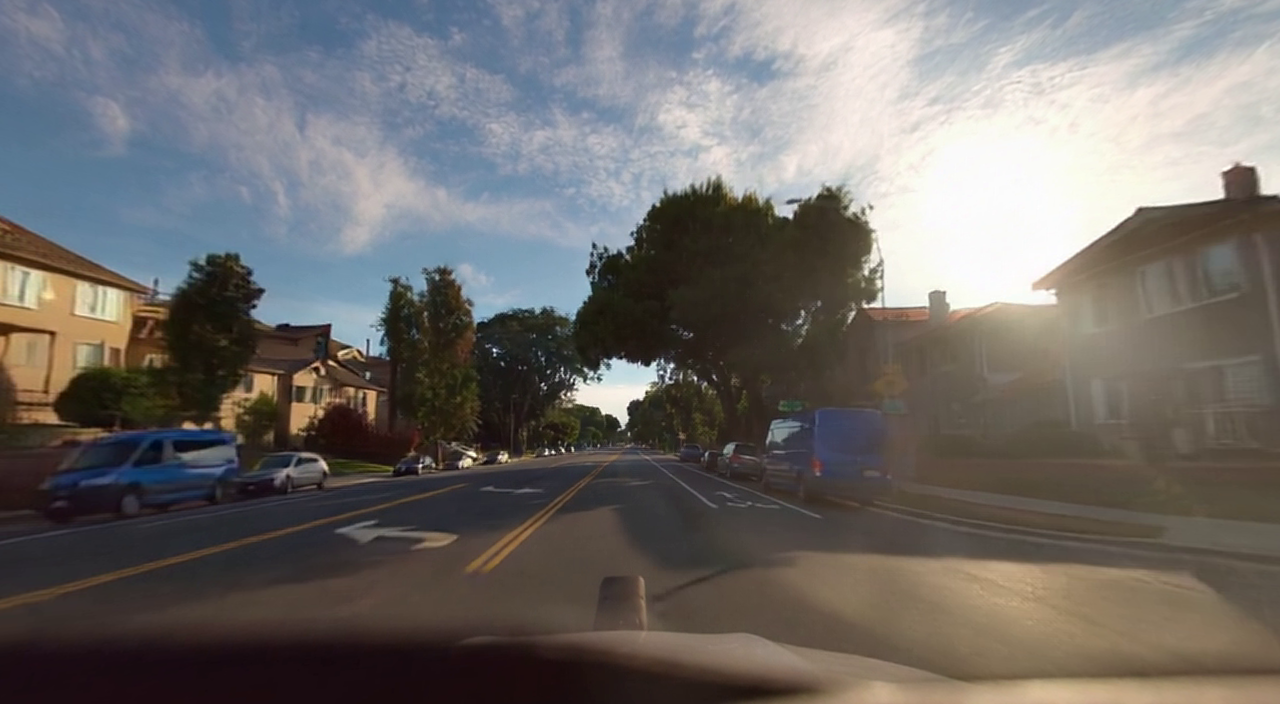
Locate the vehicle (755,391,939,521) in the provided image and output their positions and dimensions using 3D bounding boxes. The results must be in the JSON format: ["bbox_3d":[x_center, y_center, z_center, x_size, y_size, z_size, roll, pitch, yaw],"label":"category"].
[{"bbox_3d":[4.831,2.575,16.081,2.414,2.670,5.833,1,-8,-3],"label":"vehicle"}]

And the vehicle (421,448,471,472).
[{"bbox_3d":[-13.091,7.305,42.891,1.954,1.491,4.633,0,-8,-1],"label":"vehicle"}]

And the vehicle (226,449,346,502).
[{"bbox_3d":[-12.484,4.335,22.677,1.892,1.472,4.523,-3,-7,-3],"label":"vehicle"}]

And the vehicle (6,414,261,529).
[{"bbox_3d":[-12.646,2.933,16.487,2.164,2.386,5.460,-2,-7,-1],"label":"vehicle"}]

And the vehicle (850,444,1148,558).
[{"bbox_3d":[5.541,2.283,10.578,1.848,1.468,4.332,2,-9,-12],"label":"vehicle"}]

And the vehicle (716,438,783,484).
[{"bbox_3d":[4.480,4.506,26.539,1.927,1.718,4.679,0,-8,0],"label":"vehicle"}]
